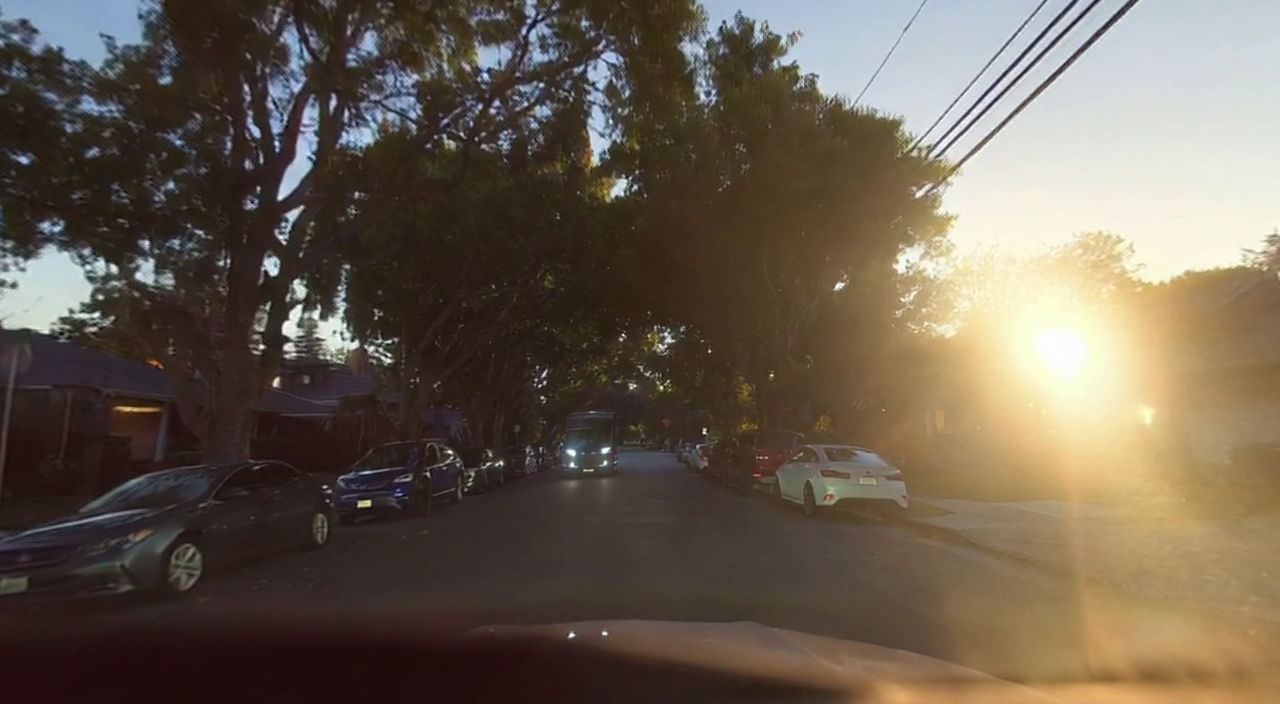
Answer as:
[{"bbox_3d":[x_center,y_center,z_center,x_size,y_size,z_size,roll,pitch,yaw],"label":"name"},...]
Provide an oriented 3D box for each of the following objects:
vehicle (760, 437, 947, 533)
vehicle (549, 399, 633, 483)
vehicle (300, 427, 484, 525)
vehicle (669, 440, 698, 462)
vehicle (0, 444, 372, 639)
[{"bbox_3d":[3.739,2.385,12.018,1.813,1.468,4.267,1,-8,-4],"label":"vehicle"},{"bbox_3d":[-1.711,3.560,25.265,2.716,2.887,6.781,0,-8,1],"label":"vehicle"},{"bbox_3d":[-5.245,2.680,14.382,2.002,1.781,5.380,0,-8,0],"label":"vehicle"},{"bbox_3d":[3.355,7.753,49.762,1.878,1.664,4.033,0,-8,-2],"label":"vehicle"},{"bbox_3d":[-5.086,1.807,7.285,1.861,1.474,4.749,0,-8,1],"label":"vehicle"}]
